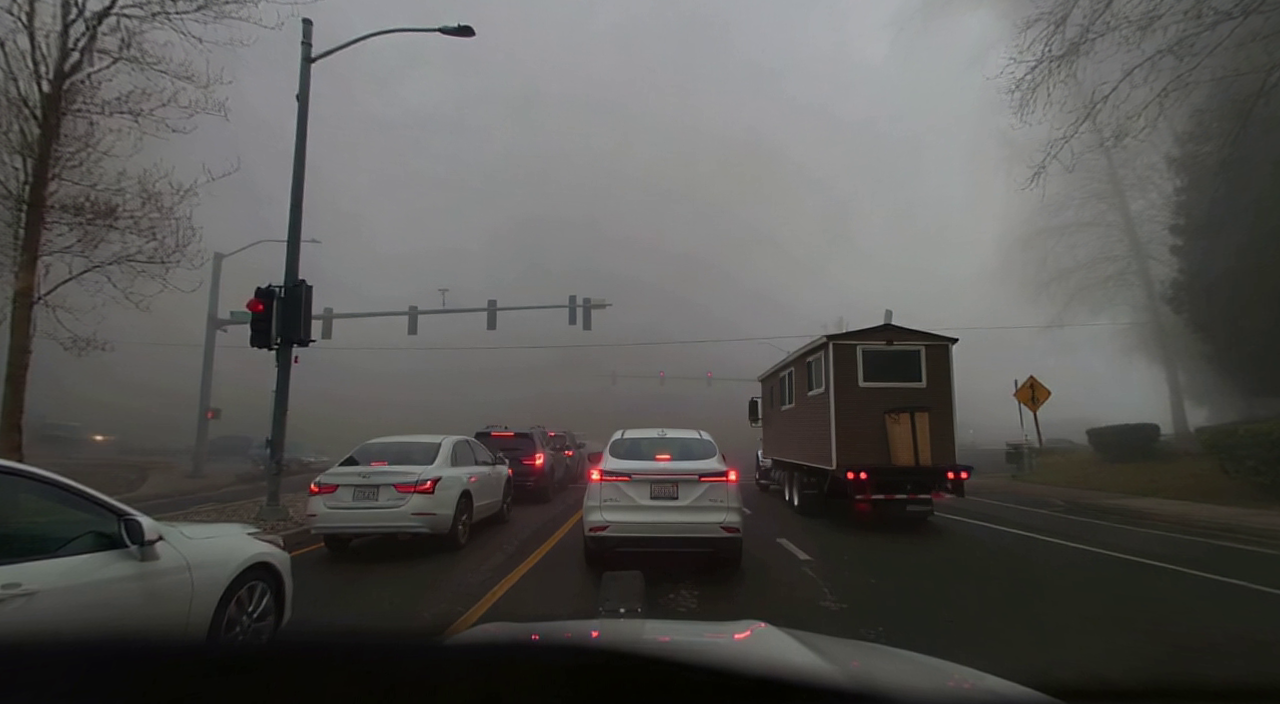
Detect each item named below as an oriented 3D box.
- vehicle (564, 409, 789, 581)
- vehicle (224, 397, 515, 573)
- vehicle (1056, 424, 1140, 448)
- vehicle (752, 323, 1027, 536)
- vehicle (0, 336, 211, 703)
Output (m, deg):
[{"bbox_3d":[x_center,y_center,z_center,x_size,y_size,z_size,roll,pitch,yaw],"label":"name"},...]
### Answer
[{"bbox_3d":[0.365,1.710,8.314,2.189,1.649,4.171,0,-9,0],"label":"vehicle"},{"bbox_3d":[-3.261,1.714,8.852,2.085,1.812,4.388,0,-9,0],"label":"vehicle"},{"bbox_3d":[33.161,6.141,45.892,4.671,1.595,1.824,-6,-10,31],"label":"vehicle"},{"bbox_3d":[3.693,1.395,11.001,2.531,2.750,5.595,0,-9,1],"label":"vehicle"},{"bbox_3d":[-3.420,0.677,1.480,1.952,1.730,4.116,0,-9,-1],"label":"vehicle"}]
